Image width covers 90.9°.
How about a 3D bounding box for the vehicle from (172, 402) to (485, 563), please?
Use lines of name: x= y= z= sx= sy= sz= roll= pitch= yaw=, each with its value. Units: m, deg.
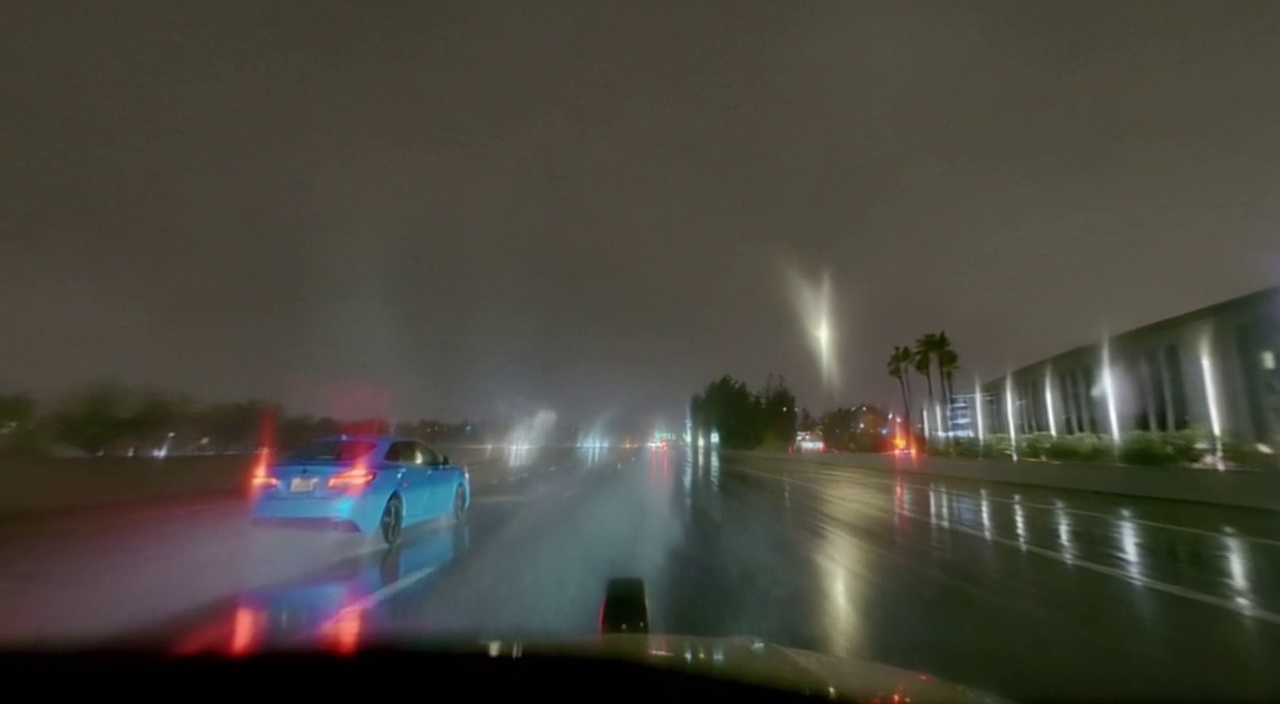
vehicle: x=-4.114 y=1.824 z=9.555 sx=2.145 sy=1.793 sz=4.762 roll=-1 pitch=-8 yaw=2
